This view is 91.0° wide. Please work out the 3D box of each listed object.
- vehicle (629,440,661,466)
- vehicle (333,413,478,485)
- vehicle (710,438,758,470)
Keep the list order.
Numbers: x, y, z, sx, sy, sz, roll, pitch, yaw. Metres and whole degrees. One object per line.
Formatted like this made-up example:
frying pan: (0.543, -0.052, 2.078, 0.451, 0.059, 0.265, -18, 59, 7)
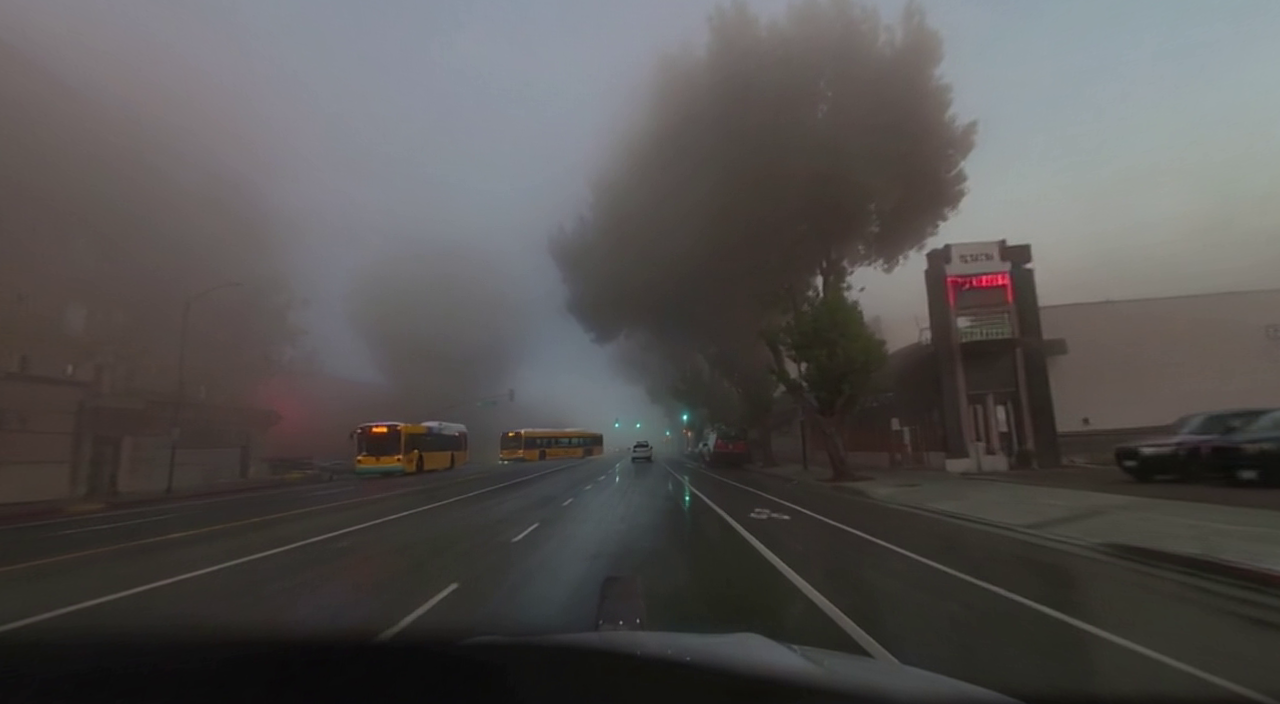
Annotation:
vehicle: (0.298, 6.915, 43.298, 2.089, 1.699, 4.650, 0, -9, -1)
vehicle: (-12.627, 5.519, 35.835, 3.356, 3.365, 12.460, 0, -9, 1)
vehicle: (5.191, 5.720, 35.412, 2.014, 1.681, 4.332, 0, -9, -1)
